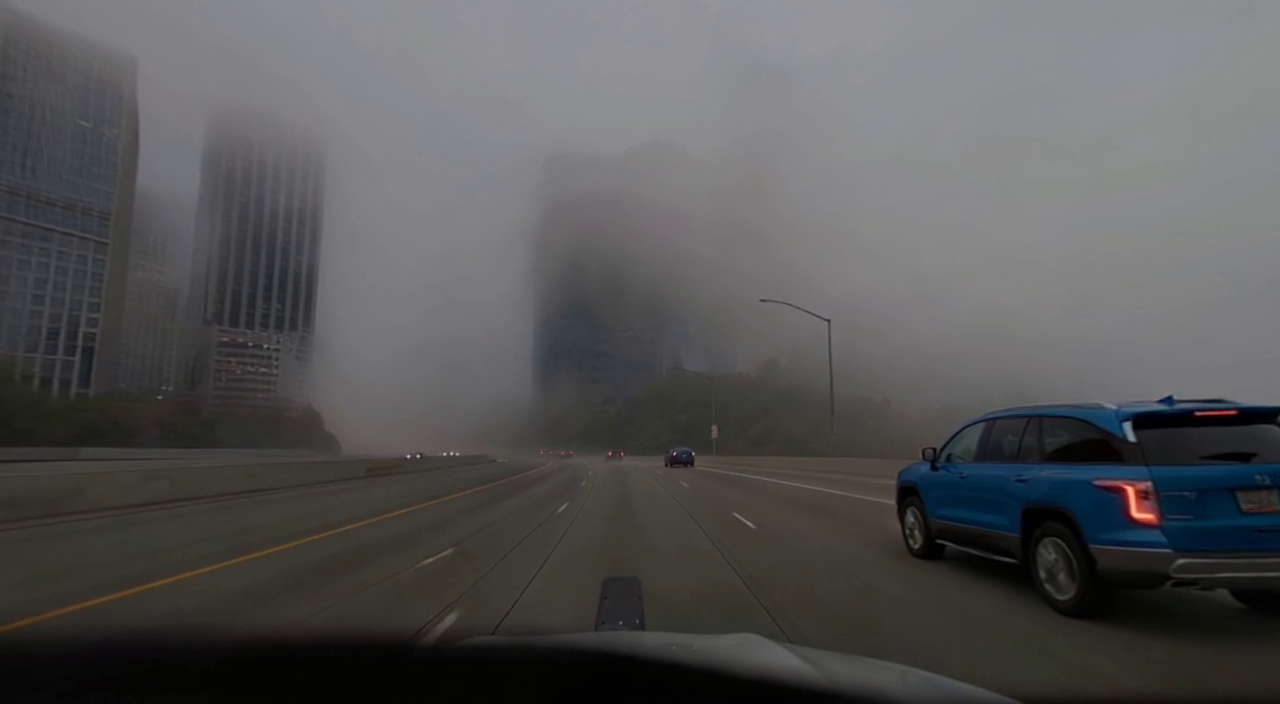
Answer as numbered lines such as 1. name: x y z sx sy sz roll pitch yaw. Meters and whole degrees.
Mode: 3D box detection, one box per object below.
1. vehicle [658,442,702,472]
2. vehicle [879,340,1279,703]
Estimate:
1. vehicle: 2.475 6.681 40.632 2.110 1.780 4.682 0 -8 -5
2. vehicle: 4.036 1.139 5.388 2.182 1.826 4.392 0 -8 -1
